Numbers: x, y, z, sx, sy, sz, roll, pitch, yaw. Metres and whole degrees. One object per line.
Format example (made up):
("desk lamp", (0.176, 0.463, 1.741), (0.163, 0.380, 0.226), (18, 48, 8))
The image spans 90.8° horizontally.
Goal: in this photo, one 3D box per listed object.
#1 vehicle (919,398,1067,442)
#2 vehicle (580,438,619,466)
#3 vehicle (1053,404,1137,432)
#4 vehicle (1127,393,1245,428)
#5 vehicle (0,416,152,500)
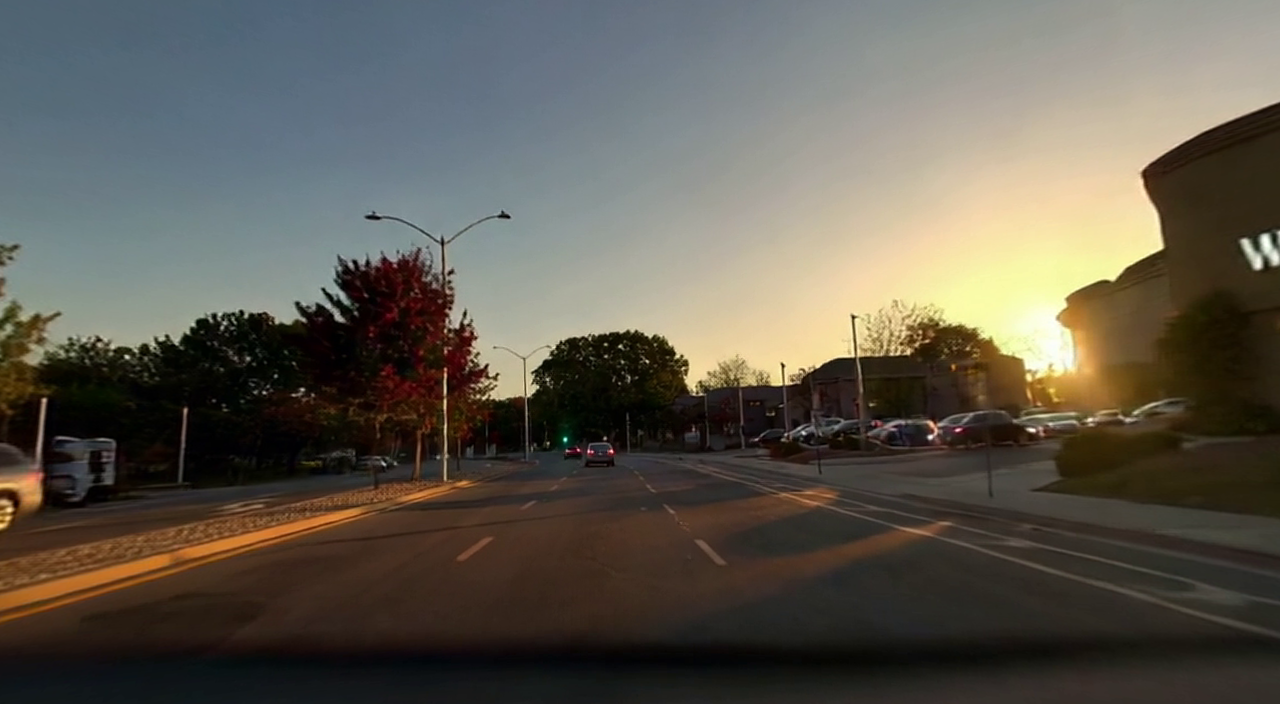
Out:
("vehicle", (14.551, 2.858, 26.219), (4.851, 1.737, 2.189), (1, -8, -6))
("vehicle", (-2.570, 6.208, 39.332), (2.197, 1.642, 4.312), (1, -8, -6))
("vehicle", (29.084, 4.281, 40.605), (1.900, 1.570, 4.438), (0, -8, -3))
("vehicle", (29.414, 3.232, 34.262), (2.175, 1.626, 4.598), (0, -8, -2))
("vehicle", (-30.174, 5.431, 32.940), (3.377, 3.796, 8.315), (0, -8, -6))
